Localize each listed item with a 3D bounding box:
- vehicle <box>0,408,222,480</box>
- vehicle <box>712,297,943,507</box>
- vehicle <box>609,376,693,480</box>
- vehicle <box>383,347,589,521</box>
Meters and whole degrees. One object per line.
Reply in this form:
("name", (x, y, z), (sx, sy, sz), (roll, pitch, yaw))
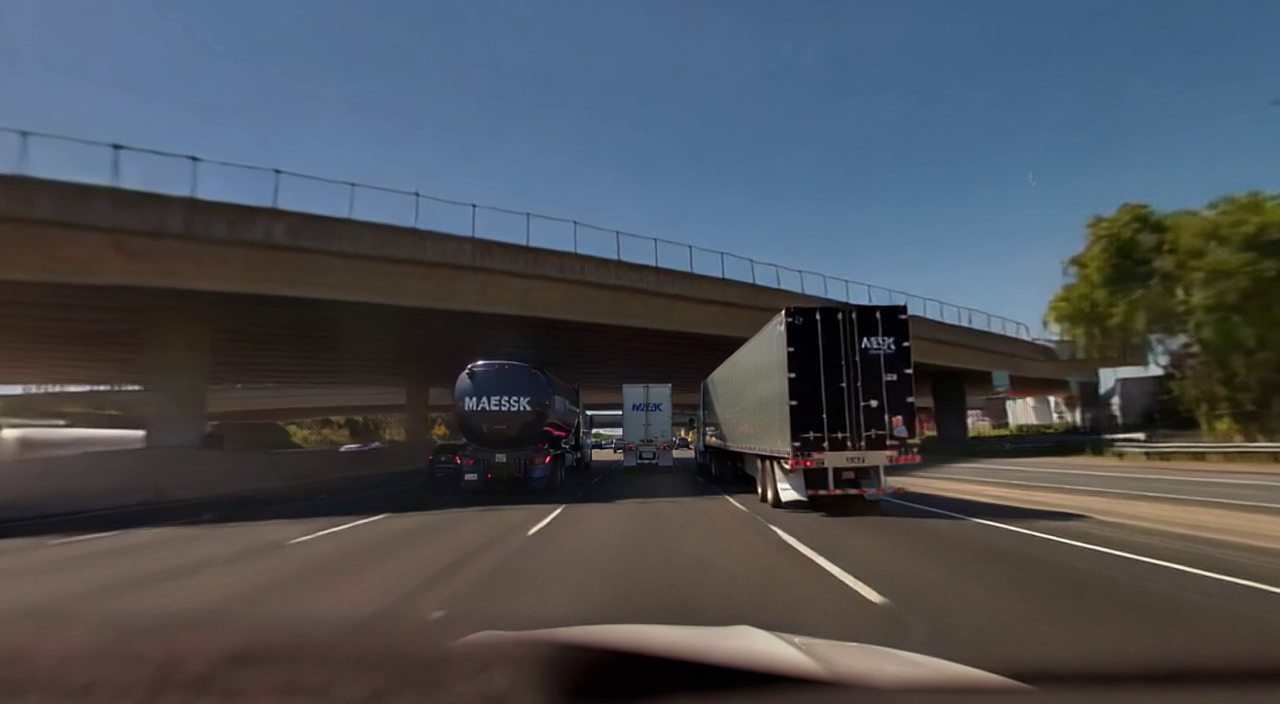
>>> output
("vehicle", (-34.908, 6.091, 41.941), (3.026, 3.801, 16.315), (0, -8, 0))
("vehicle", (4.486, 1.984, 19.746), (2.887, 4.178, 14.553), (0, -8, 0))
("vehicle", (0.519, 4.104, 32.632), (3.097, 3.856, 18.209), (0, -8, 1))
("vehicle", (-3.308, 2.298, 17.336), (2.786, 3.228, 11.082), (0, -8, 0))
